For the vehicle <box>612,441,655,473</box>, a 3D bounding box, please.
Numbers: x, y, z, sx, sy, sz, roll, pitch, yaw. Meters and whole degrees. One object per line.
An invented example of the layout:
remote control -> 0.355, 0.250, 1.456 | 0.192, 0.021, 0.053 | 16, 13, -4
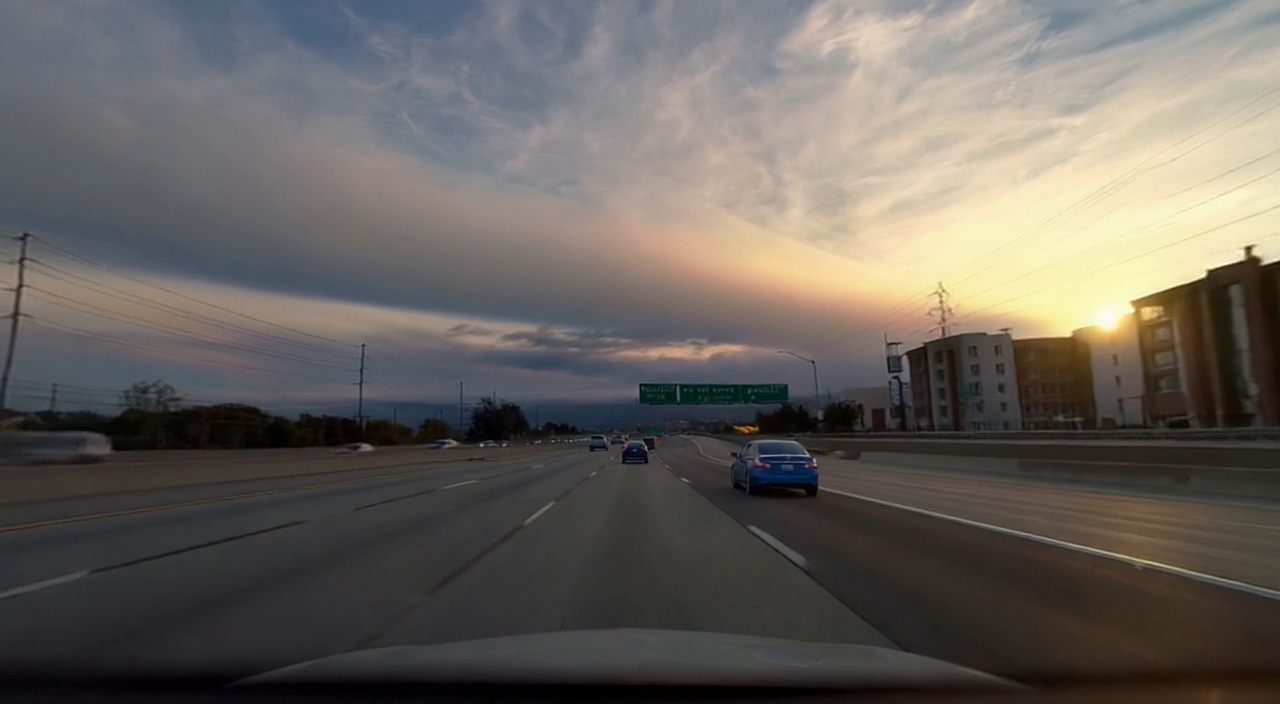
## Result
vehicle -> -0.346, 5.191, 31.375 | 2.019, 1.472, 3.971 | 0, -8, -1

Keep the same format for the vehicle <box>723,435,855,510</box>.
vehicle -> 3.366, 2.812, 15.225 | 1.995, 1.533, 4.463 | 0, -8, -2
